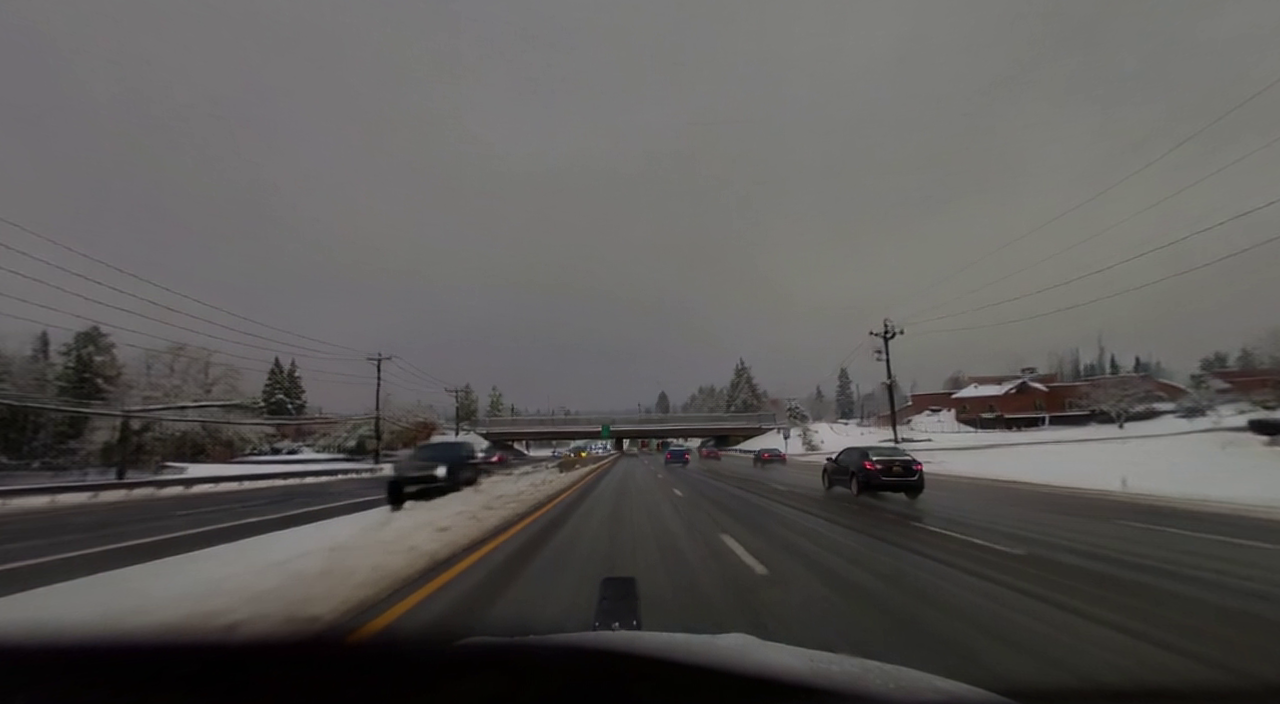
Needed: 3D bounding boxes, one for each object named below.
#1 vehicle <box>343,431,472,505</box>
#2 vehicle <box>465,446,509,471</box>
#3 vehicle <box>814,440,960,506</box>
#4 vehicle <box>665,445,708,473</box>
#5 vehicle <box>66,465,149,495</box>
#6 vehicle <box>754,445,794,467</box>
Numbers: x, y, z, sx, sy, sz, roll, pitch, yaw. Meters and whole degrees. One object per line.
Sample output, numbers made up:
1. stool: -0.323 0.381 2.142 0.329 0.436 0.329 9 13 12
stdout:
1. vehicle: -6.695 3.367 18.860 2.086 1.884 4.793 0 -8 -1
2. vehicle: -10.510 7.310 43.704 1.974 1.641 4.245 0 -8 0
3. vehicle: 6.310 3.117 16.811 1.952 1.489 4.483 0 -8 -2
4. vehicle: 2.648 6.168 36.767 1.993 1.507 4.594 0 -8 -2
5. vehicle: -33.563 8.054 39.998 1.891 1.619 4.576 1 -9 -11
6. vehicle: 9.467 7.366 44.847 1.838 1.440 4.121 0 -8 -1
